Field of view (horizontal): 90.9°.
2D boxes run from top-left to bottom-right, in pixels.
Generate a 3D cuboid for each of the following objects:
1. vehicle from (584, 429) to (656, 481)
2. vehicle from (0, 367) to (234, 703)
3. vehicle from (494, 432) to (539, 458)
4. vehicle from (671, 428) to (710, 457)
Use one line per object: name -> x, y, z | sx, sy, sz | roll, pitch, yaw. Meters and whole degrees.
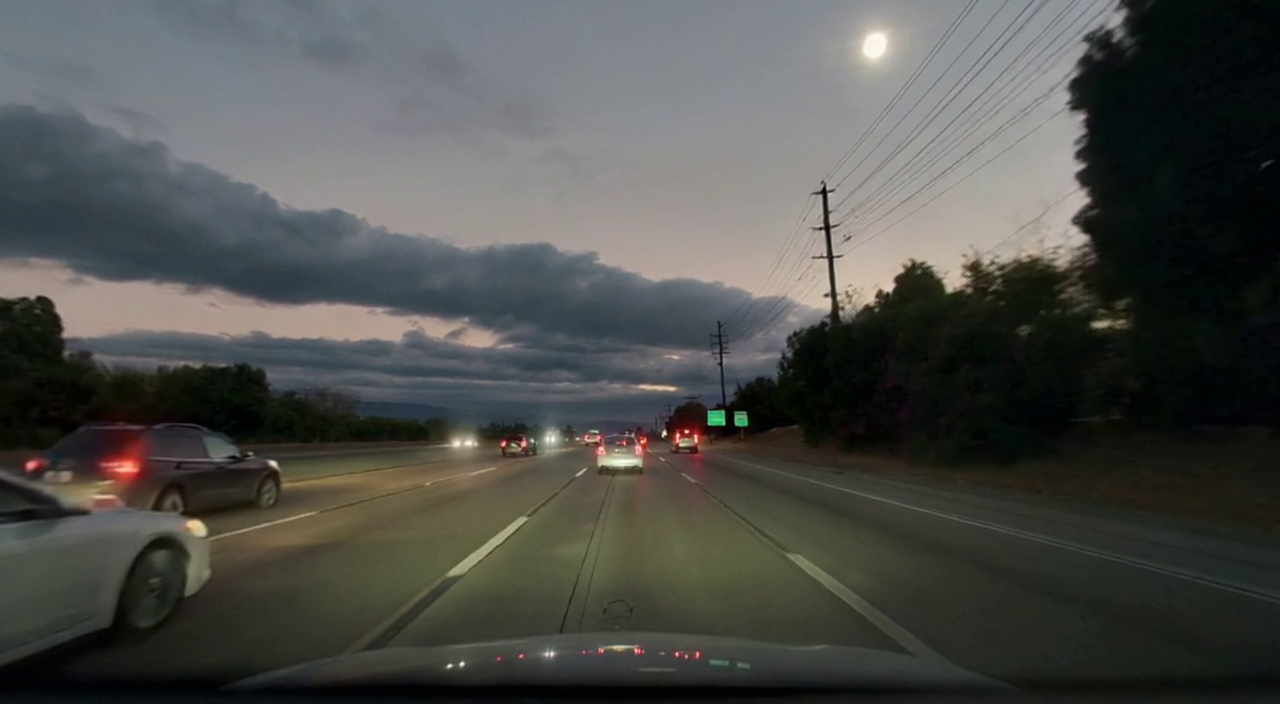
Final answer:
vehicle -> -0.615, 3.206, 20.027 | 2.086, 1.488, 3.440 | 0, -8, -1
vehicle -> -3.830, 0.778, 2.117 | 1.901, 1.601, 4.610 | 0, -8, -1
vehicle -> -7.705, 5.812, 39.582 | 1.992, 1.494, 4.133 | 0, -8, 0
vehicle -> 3.100, 5.660, 39.431 | 1.950, 1.695, 4.446 | 0, -8, -2
